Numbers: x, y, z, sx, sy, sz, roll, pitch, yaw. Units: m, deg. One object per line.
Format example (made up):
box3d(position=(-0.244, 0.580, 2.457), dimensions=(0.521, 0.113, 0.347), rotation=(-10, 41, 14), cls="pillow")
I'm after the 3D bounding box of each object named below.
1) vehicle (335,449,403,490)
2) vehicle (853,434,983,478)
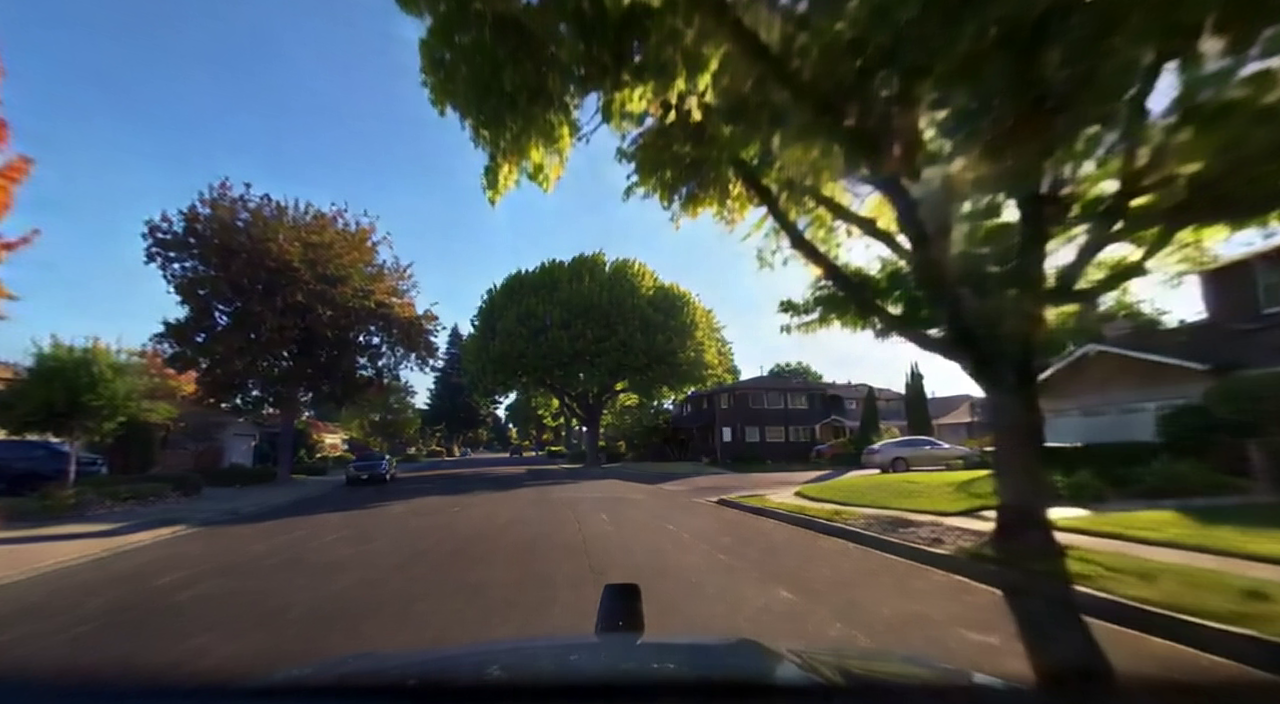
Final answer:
box3d(position=(-11.674, 5.061, 27.408), dimensions=(1.938, 1.499, 4.290), rotation=(-1, -9, -13), cls="vehicle")
box3d(position=(12.221, 4.539, 27.743), dimensions=(4.933, 1.817, 2.014), rotation=(2, -8, -15), cls="vehicle")
